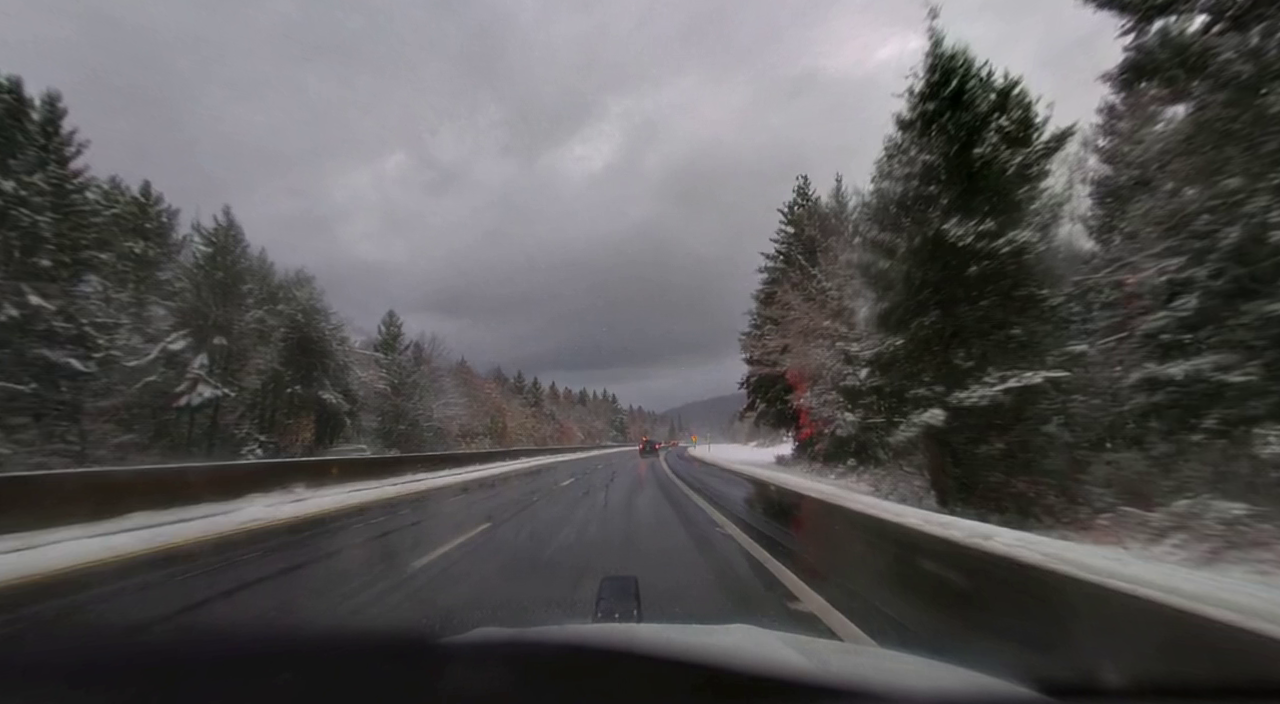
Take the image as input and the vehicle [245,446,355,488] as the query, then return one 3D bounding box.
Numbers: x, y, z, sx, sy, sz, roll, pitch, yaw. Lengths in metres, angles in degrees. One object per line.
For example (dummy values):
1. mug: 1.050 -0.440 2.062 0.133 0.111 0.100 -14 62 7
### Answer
1. vehicle: -14.520 4.908 27.219 2.224 1.568 4.411 -1 -8 1
